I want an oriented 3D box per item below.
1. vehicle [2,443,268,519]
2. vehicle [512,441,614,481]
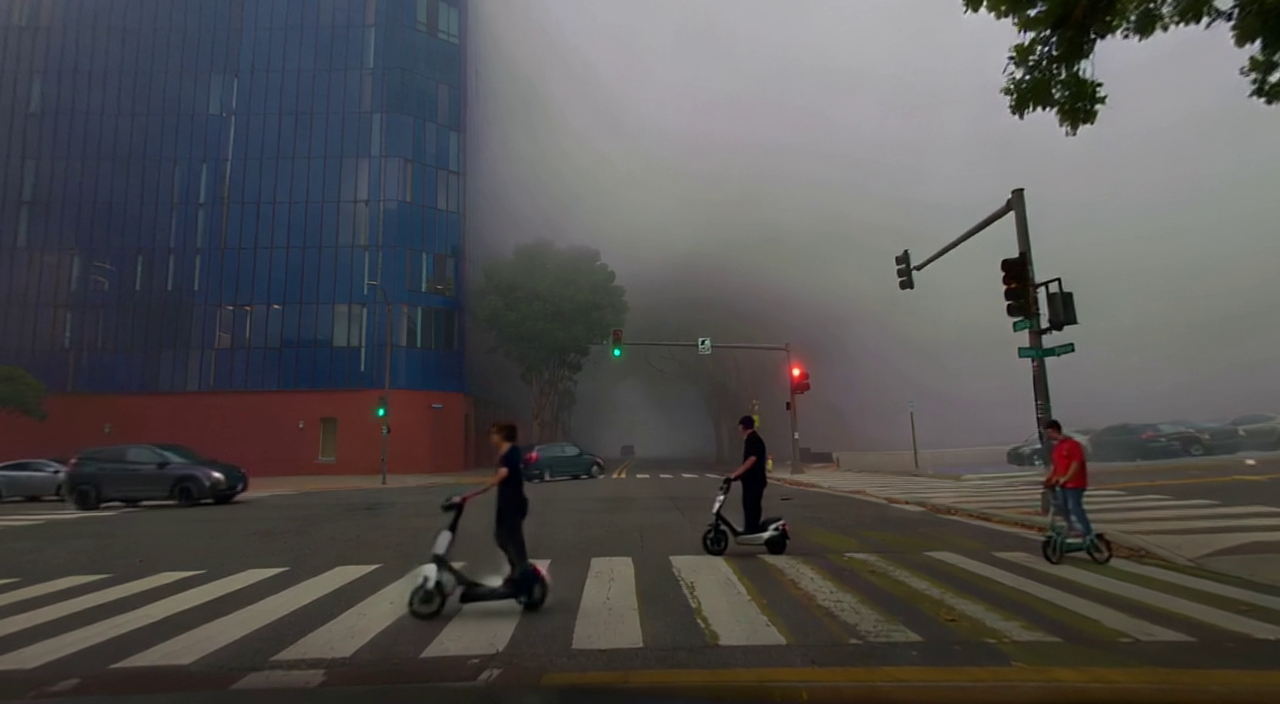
[{"bbox_3d":[-12.572,3.217,16.086,4.802,1.724,2.122,0,-8,-5],"label":"vehicle"},{"bbox_3d":[-3.296,4.771,27.976,2.051,1.616,4.641,-5,-10,30],"label":"vehicle"}]
